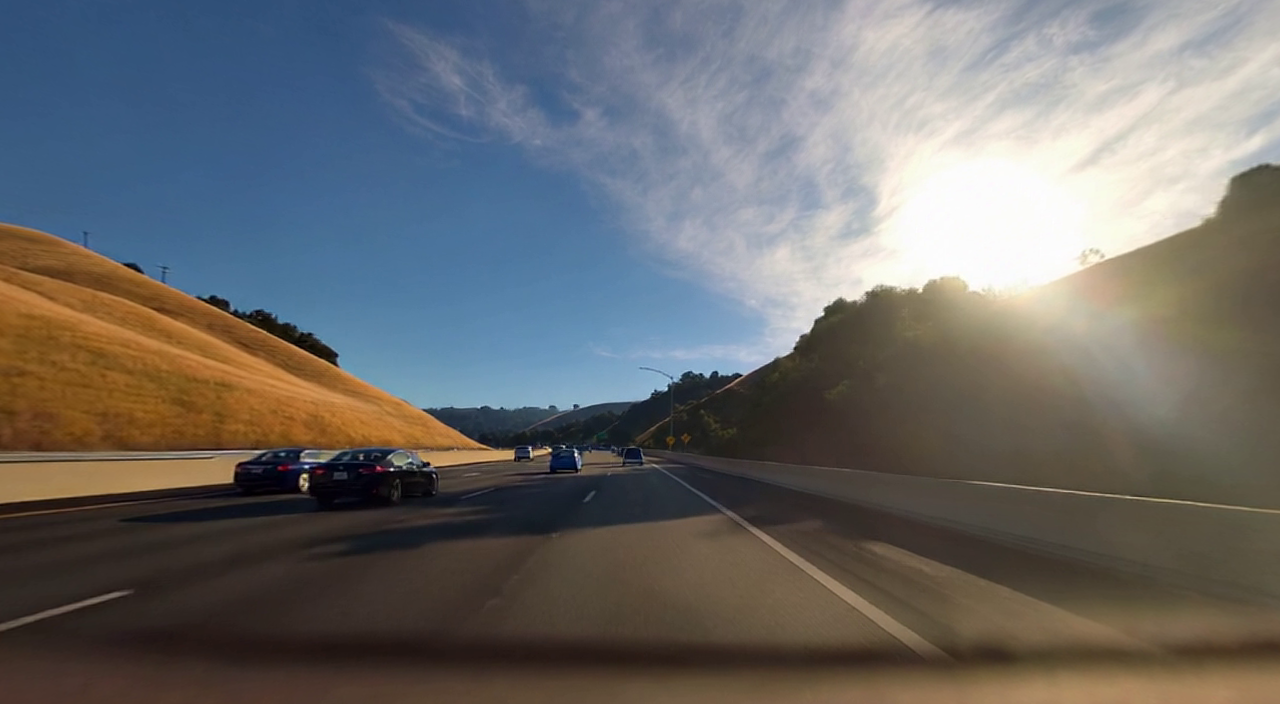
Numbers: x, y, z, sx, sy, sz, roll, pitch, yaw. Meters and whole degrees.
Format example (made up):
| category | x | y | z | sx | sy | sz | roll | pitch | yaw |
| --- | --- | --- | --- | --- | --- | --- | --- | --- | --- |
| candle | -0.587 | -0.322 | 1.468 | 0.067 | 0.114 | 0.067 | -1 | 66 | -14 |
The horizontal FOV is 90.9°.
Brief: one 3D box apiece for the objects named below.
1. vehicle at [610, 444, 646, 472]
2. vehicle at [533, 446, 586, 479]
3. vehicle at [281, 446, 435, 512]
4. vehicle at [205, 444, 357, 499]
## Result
| category | x | y | z | sx | sy | sz | roll | pitch | yaw |
| --- | --- | --- | --- | --- | --- | --- | --- | --- | --- |
| vehicle | -0.806 | 6.804 | 40.838 | 2.225 | 1.674 | 4.044 | 0 | -8 | -2 |
| vehicle | -3.943 | 5.492 | 31.641 | 2.144 | 1.505 | 4.649 | 0 | -8 | -1 |
| vehicle | -6.937 | 3.130 | 16.119 | 1.991 | 1.441 | 4.265 | 0 | -8 | -1 |
| vehicle | -11.224 | 3.730 | 20.239 | 2.048 | 1.501 | 4.898 | 0 | -8 | -1 |
